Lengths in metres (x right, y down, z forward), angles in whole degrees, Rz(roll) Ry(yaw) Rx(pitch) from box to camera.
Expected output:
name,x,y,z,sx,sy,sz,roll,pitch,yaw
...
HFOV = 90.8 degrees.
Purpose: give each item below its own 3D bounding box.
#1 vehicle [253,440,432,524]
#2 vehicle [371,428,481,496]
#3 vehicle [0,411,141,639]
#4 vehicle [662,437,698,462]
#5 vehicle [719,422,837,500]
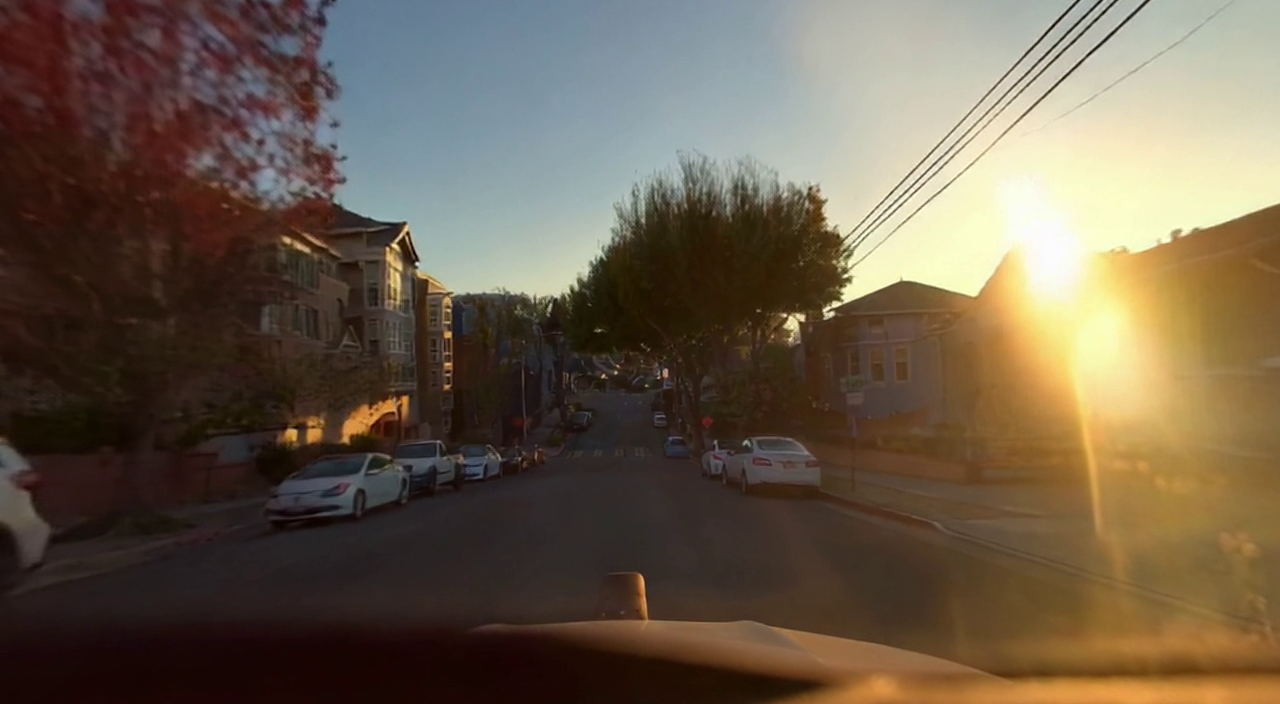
name,x,y,z,sx,sy,sz,roll,pitch,yaw
vehicle,-6.086,2.664,13.555,2.003,1.489,4.051,0,-8,-3
vehicle,-6.186,3.292,18.887,1.830,1.750,4.502,1,-10,-2
vehicle,-5.748,1.147,3.696,1.958,1.682,4.536,0,-8,-1
vehicle,2.705,6.652,43.233,1.966,1.620,4.187,0,-8,-3
vehicle,3.431,2.824,16.698,1.952,1.738,4.518,0,-8,-2
